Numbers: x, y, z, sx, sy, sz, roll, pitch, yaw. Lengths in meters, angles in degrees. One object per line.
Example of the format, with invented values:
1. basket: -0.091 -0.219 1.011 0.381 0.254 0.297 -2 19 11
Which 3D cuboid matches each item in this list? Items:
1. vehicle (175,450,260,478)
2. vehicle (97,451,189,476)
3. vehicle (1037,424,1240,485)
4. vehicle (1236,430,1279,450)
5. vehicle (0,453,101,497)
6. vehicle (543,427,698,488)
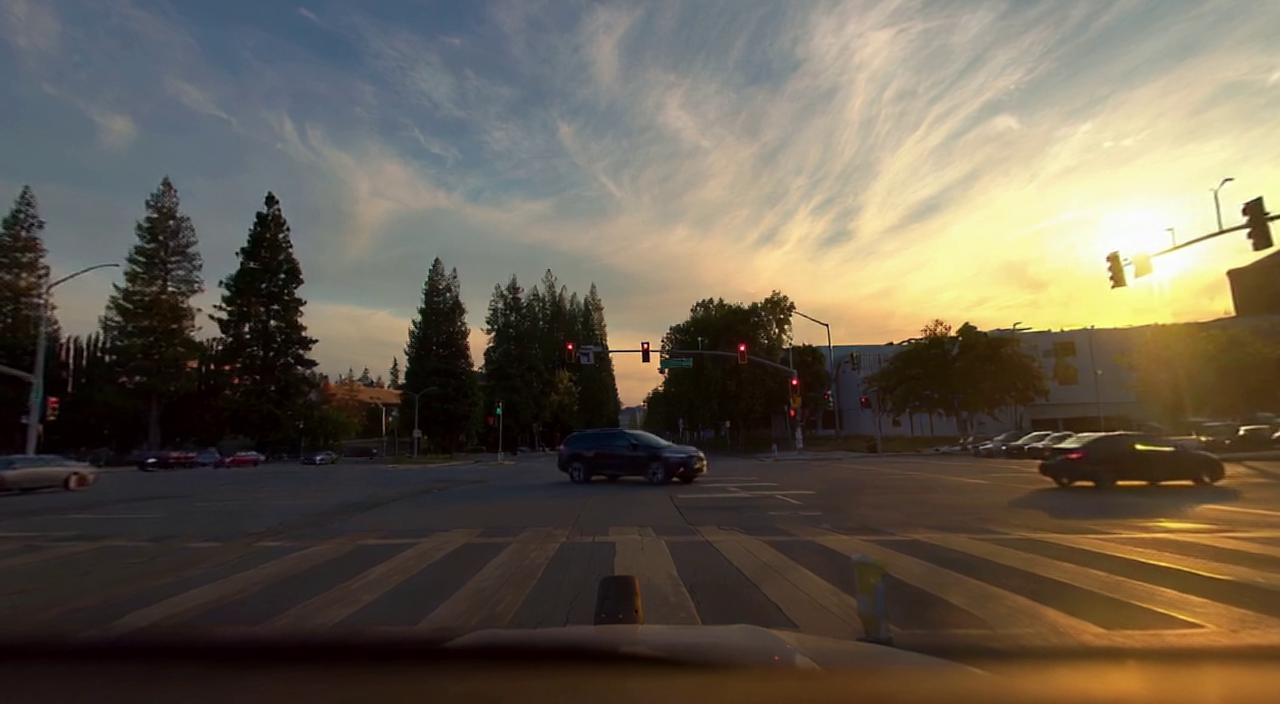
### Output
1. vehicle: -26.655 7.064 40.066 2.135 1.637 4.582 0 -9 1
2. vehicle: -38.339 8.652 48.999 5.034 1.827 2.901 7 -11 -28
3. vehicle: 14.392 2.976 18.447 4.180 1.678 1.982 0 -9 -1
4. vehicle: 45.659 6.302 45.219 1.786 1.412 4.330 0 -9 0
5. vehicle: -23.224 4.546 23.676 1.909 1.473 4.571 0 -9 1
6. vehicle: -0.764 3.803 23.007 5.310 1.972 2.223 -6 -10 34
